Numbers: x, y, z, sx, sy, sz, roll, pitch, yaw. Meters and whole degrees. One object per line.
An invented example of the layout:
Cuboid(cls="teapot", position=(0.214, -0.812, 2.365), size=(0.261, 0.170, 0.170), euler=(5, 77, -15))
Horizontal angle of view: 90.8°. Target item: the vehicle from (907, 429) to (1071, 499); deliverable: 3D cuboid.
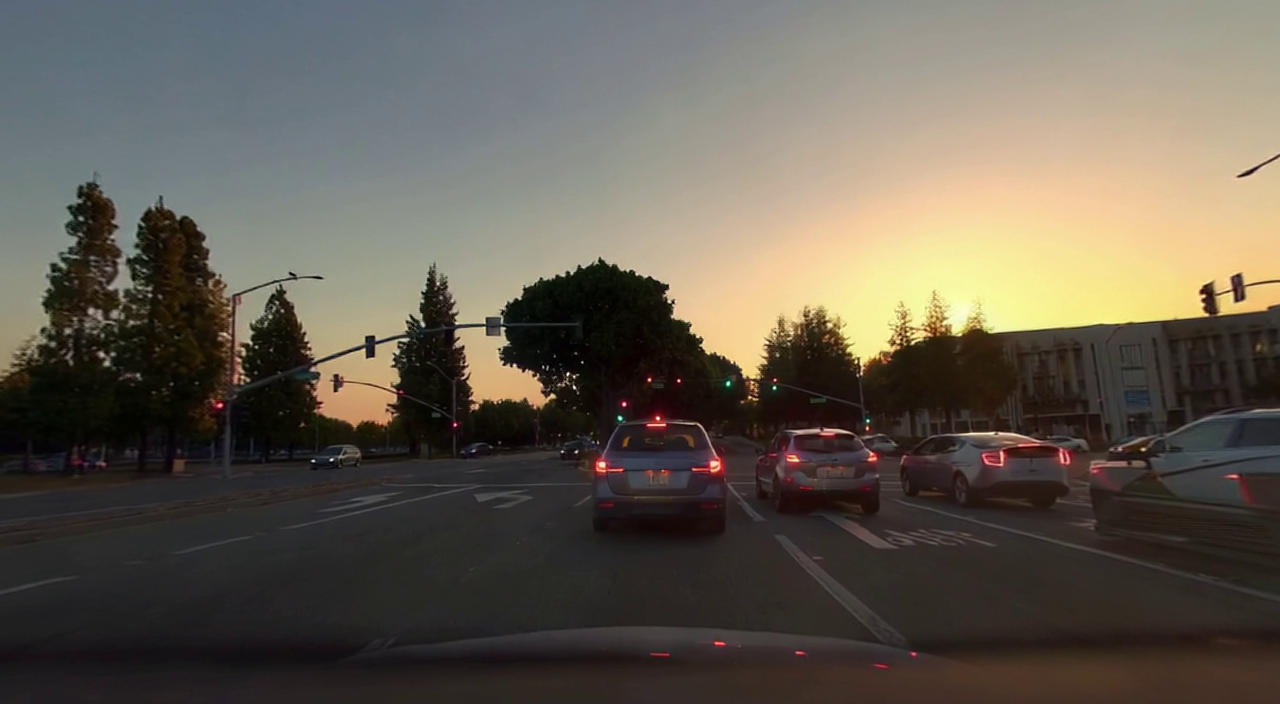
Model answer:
Cuboid(cls="vehicle", position=(8.333, 2.706, 15.622), size=(1.862, 1.471, 4.297), euler=(-1, -9, 4))

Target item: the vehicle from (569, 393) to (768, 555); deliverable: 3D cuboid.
Cuboid(cls="vehicle", position=(0.286, 1.670, 9.210), size=(2.211, 1.795, 4.179), euler=(0, -9, -1))

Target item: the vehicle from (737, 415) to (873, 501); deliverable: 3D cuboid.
Cuboid(cls="vehicle", position=(3.794, 2.568, 15.534), size=(2.188, 1.774, 4.646), euler=(-1, -9, 2))

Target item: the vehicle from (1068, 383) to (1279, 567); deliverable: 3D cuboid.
Cuboid(cls="vehicle", position=(7.380, 1.339, 7.075), size=(2.074, 1.791, 4.393), euler=(0, -9, 1))
